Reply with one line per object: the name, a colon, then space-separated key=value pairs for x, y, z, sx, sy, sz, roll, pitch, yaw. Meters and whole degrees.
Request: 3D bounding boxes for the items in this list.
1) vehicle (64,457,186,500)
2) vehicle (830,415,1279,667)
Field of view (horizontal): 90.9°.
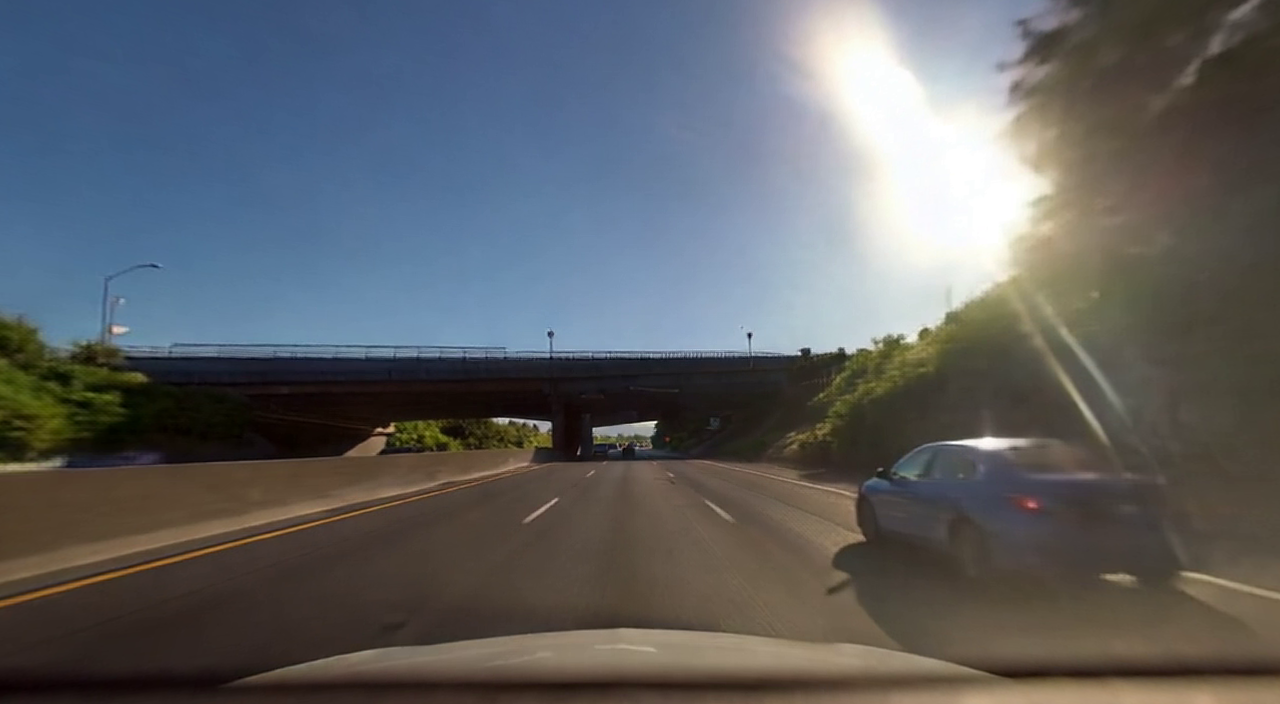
vehicle: x=-19.882 y=4.845 z=24.558 sx=1.654 sy=1.412 sz=3.751 roll=0 pitch=-8 yaw=-1
vehicle: x=3.568 y=1.438 z=6.017 sx=2.079 sy=1.515 sz=4.196 roll=0 pitch=-8 yaw=-2
